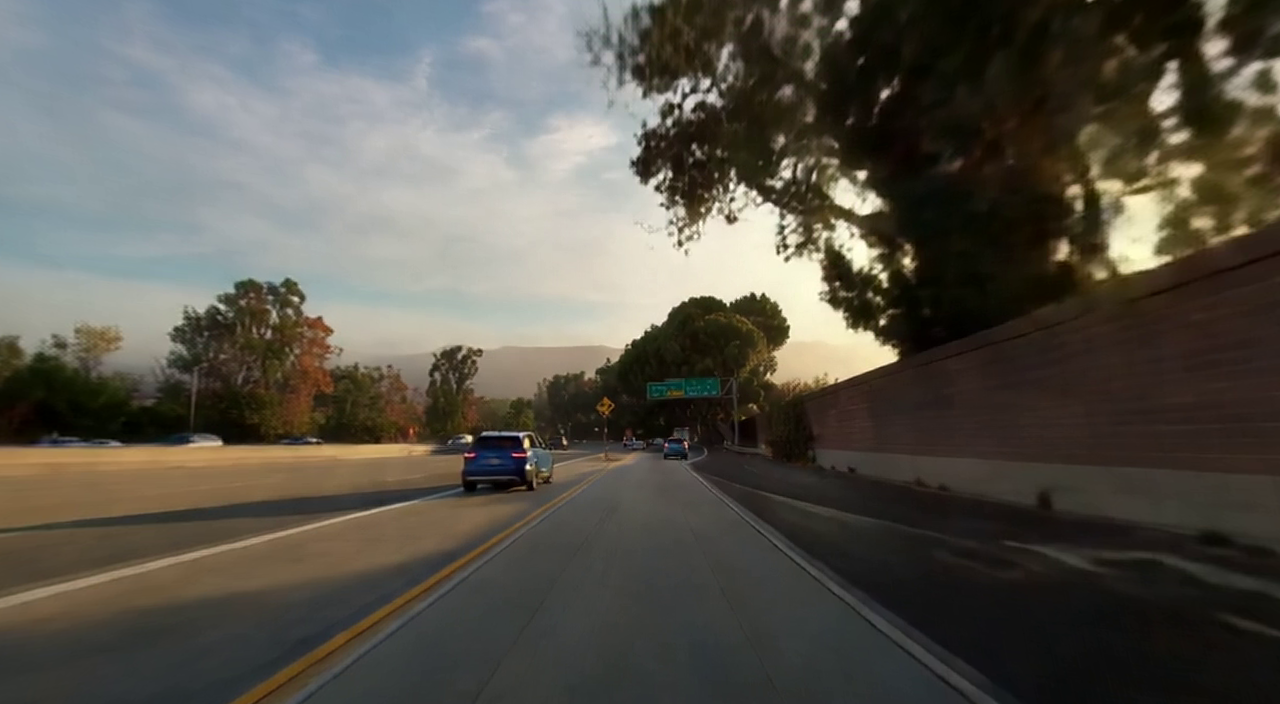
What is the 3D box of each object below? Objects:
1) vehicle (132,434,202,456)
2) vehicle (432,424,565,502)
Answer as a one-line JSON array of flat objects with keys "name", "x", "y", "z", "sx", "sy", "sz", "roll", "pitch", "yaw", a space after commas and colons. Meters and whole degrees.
[{"name": "vehicle", "x": -35.997, "y": 7.118, "z": 48.064, "sx": 1.806, "sy": 1.532, "sz": 4.195, "roll": 2, "pitch": -9, "yaw": 4}, {"name": "vehicle", "x": -3.400, "y": 2.794, "z": 16.257, "sx": 2.151, "sy": 1.707, "sz": 4.759, "roll": 0, "pitch": -9, "yaw": 2}]
